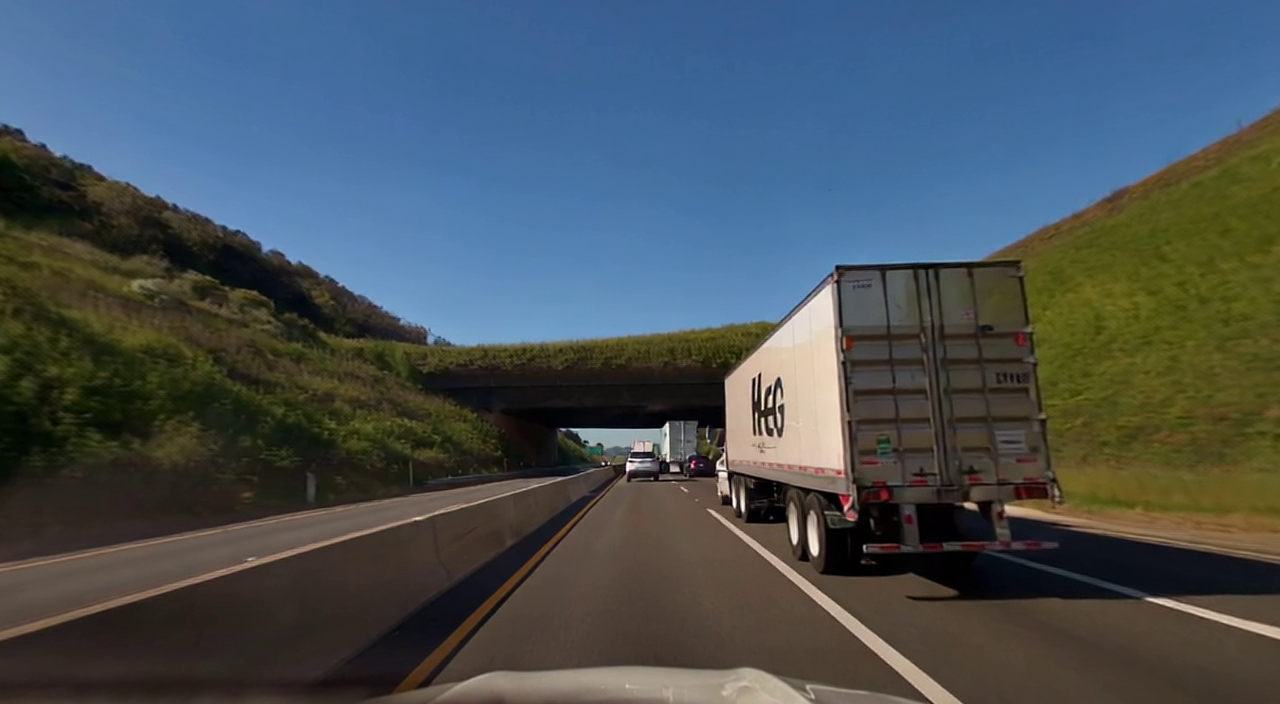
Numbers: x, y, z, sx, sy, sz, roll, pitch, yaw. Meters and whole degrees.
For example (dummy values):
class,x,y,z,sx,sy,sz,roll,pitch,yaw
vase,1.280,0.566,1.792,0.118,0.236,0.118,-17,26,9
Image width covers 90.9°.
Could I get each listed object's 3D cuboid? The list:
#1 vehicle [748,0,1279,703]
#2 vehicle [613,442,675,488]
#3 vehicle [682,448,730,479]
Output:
class,x,y,z,sx,sy,sz,roll,pitch,yaw
vehicle,3.135,-0.227,2.785,2.870,4.056,14.250,-1,-9,0
vehicle,0.163,4.476,25.175,2.256,1.615,4.114,-1,-9,0
vehicle,3.370,5.773,32.812,1.972,1.505,3.946,0,-9,-1
